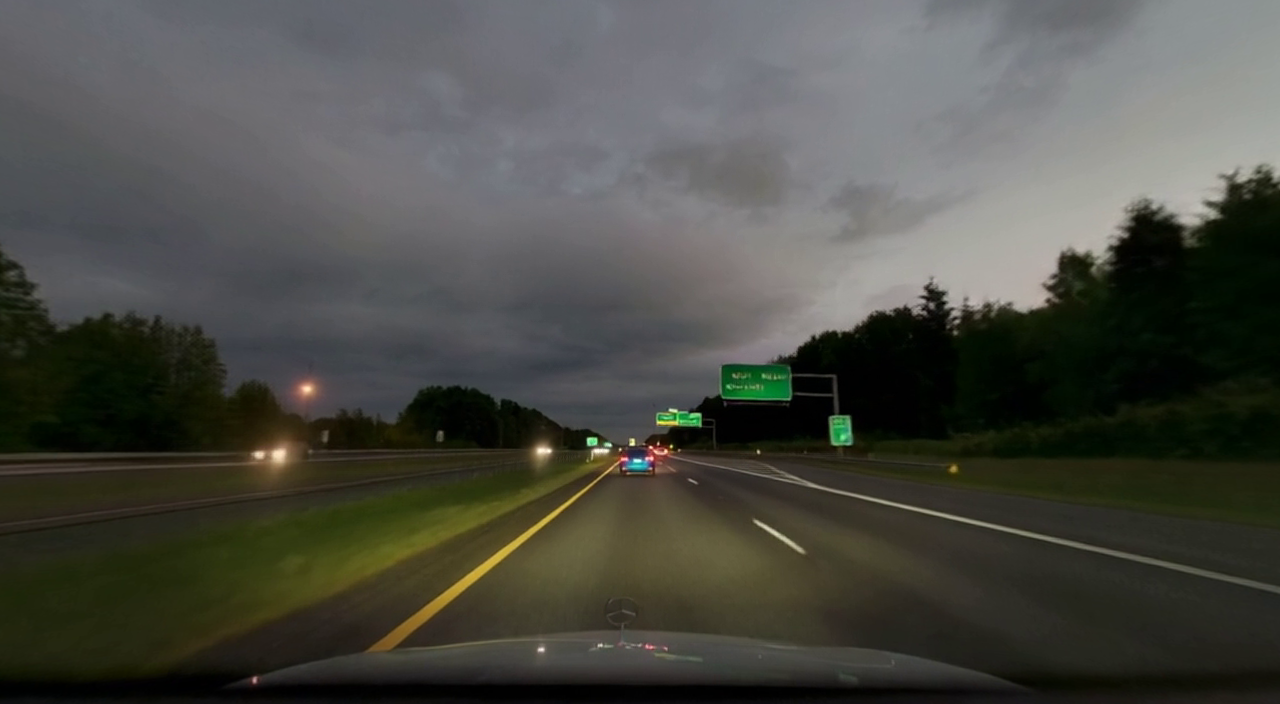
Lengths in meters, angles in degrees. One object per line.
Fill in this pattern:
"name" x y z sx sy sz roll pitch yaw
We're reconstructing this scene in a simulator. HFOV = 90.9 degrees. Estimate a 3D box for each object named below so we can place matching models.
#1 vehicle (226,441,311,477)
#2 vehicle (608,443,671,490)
"vehicle" -18.196 5.253 31.104 1.995 1.617 3.888 1 -9 -4
"vehicle" -0.020 4.066 22.655 2.069 1.523 4.012 0 -9 0
